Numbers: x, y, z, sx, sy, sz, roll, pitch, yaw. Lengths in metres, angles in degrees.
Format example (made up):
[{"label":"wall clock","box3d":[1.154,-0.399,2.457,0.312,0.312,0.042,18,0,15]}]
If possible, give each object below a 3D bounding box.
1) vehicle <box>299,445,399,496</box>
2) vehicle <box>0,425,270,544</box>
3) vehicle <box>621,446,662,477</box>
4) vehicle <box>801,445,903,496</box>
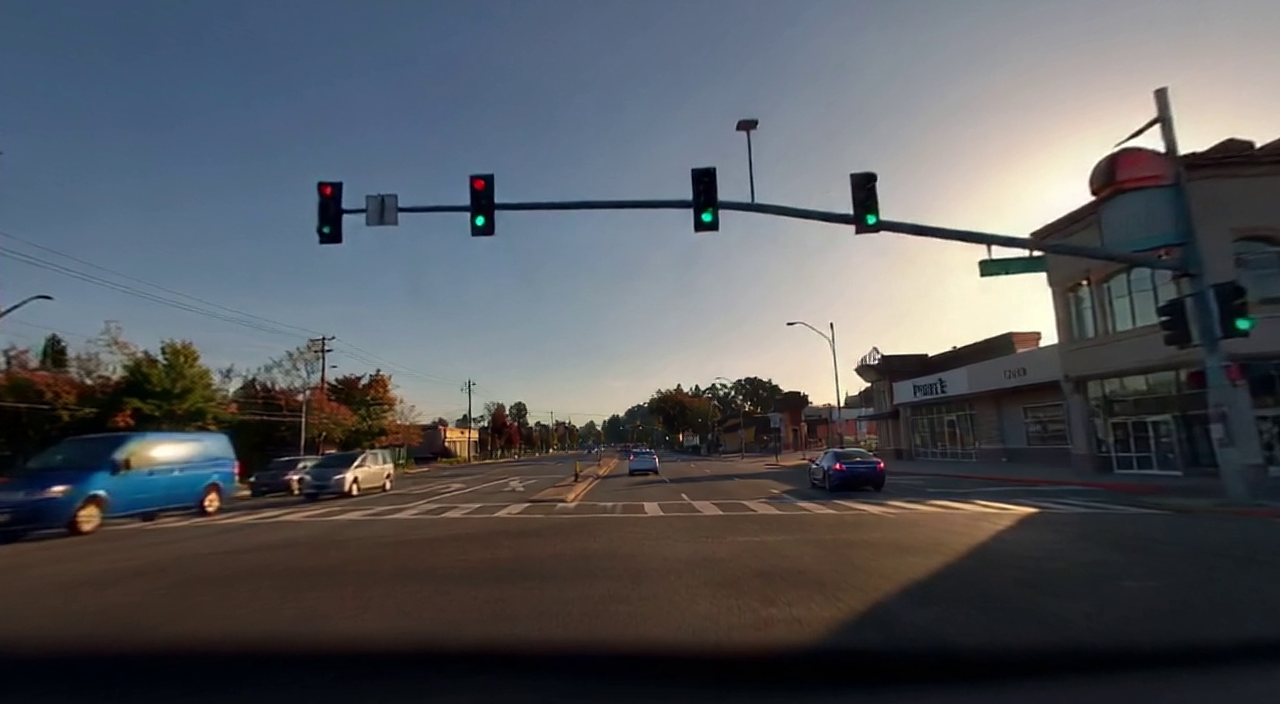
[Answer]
[{"label":"vehicle","box3d":[-10.937,4.436,24.103,1.911,1.779,4.067,0,-8,-1]},{"label":"vehicle","box3d":[-10.920,2.715,13.800,2.345,2.052,5.396,0,-8,0]},{"label":"vehicle","box3d":[0.028,5.716,33.252,2.027,1.494,3.942,0,-8,-1]},{"label":"vehicle","box3d":[6.744,3.788,20.604,1.849,1.464,4.119,0,-8,0]}]
